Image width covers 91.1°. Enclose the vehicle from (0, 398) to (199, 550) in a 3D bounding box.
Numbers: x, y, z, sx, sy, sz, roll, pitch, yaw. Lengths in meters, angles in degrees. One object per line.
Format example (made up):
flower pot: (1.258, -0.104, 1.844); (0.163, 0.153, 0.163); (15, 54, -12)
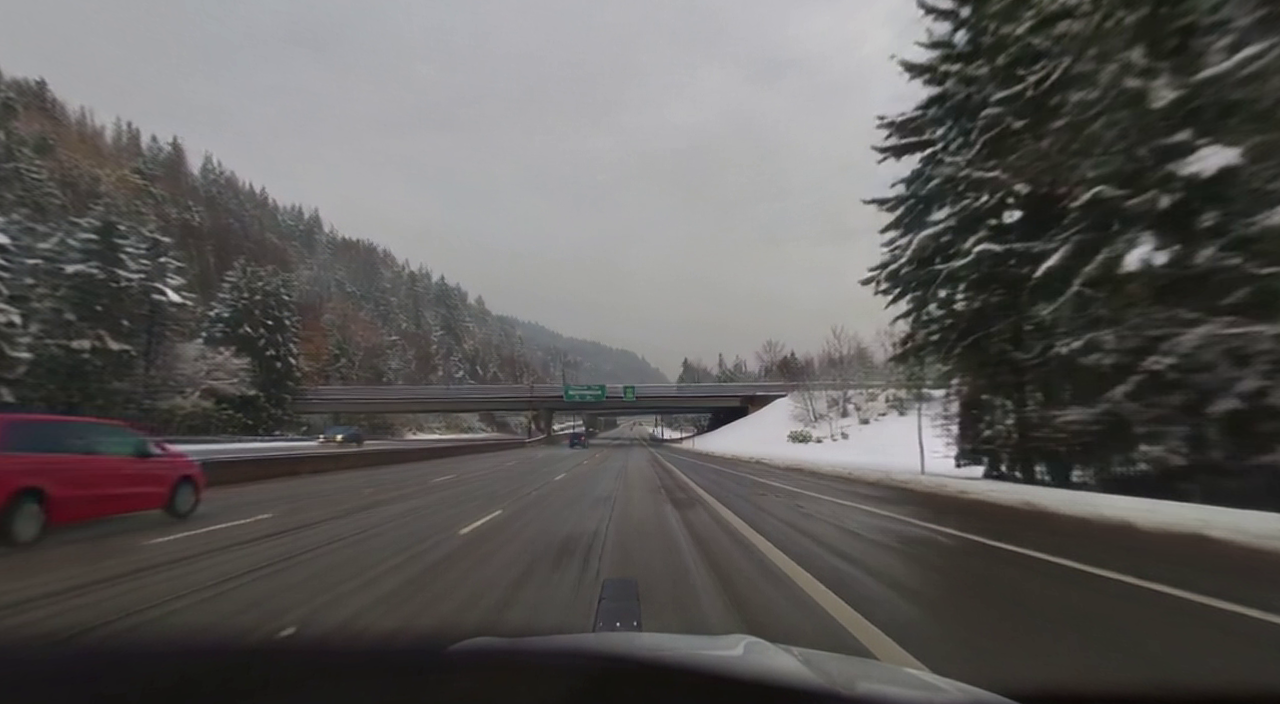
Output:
vehicle: (-8.090, 1.457, 7.754); (1.987, 1.677, 4.580); (0, -8, -1)
